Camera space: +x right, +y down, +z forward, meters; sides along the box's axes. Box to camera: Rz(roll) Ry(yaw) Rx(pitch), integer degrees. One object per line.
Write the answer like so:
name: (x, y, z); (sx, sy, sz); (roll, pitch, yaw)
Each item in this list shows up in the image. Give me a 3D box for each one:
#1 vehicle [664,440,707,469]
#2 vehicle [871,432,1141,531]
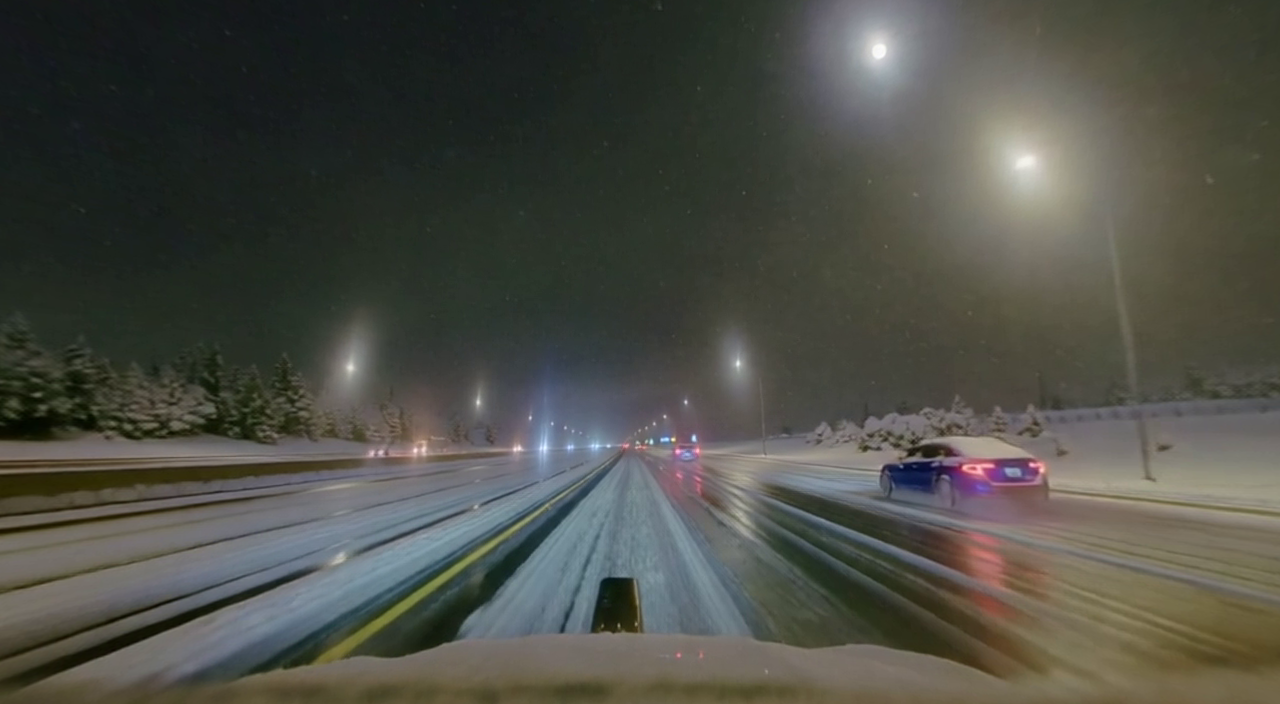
vehicle: (2.675, 6.160, 38.085); (2.270, 1.615, 3.770); (0, -8, -1)
vehicle: (6.690, 2.408, 12.493); (2.227, 1.522, 5.041); (0, -8, -1)
